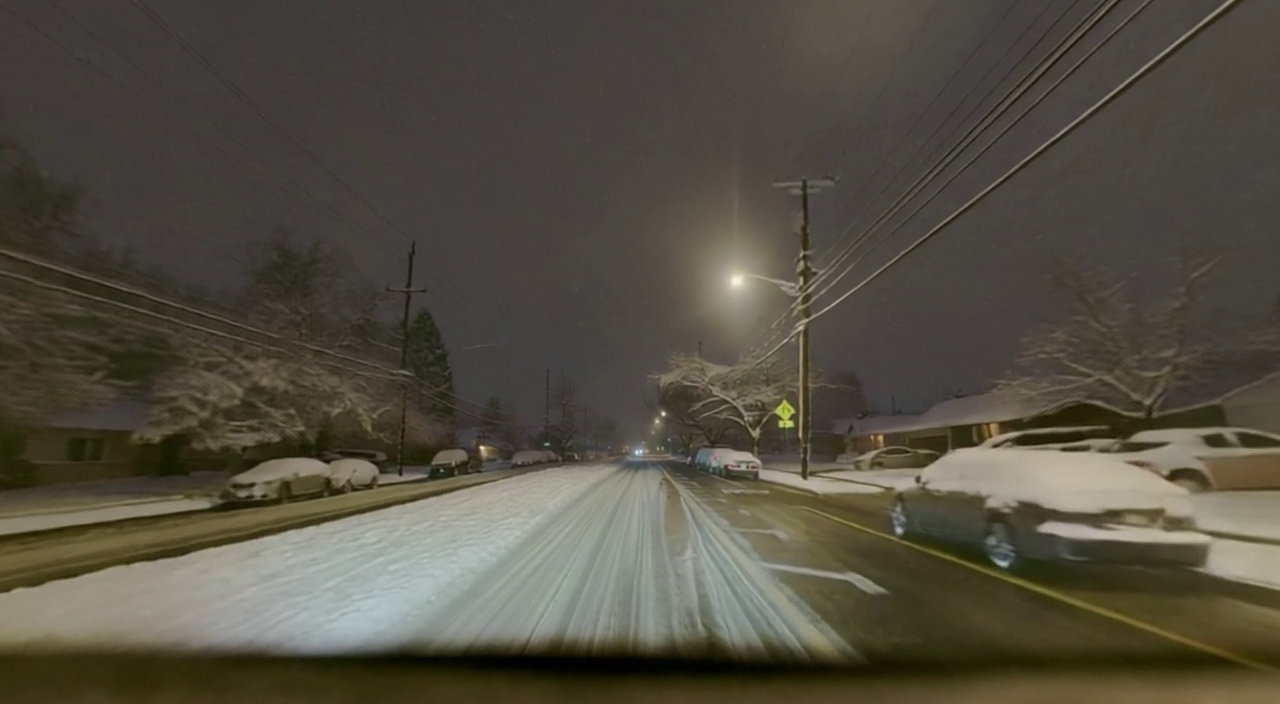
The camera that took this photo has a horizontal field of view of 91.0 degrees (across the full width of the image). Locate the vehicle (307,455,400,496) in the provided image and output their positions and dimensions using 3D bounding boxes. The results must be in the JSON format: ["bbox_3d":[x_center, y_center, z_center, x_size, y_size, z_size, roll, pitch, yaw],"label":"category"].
[{"bbox_3d":[-12.214,5.275,27.192,1.877,1.474,4.419,-2,-9,1],"label":"vehicle"}]

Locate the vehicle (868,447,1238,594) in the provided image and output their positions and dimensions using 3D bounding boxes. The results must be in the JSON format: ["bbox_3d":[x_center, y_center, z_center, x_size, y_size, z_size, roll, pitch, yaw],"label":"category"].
[{"bbox_3d":[5.043,2.066,8.708,2.022,1.464,4.462,0,-9,-1],"label":"vehicle"}]

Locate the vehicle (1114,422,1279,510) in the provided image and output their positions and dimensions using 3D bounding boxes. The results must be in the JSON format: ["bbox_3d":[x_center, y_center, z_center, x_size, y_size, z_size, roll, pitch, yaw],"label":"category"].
[{"bbox_3d":[12.523,2.282,12.780,4.110,1.622,1.985,0,-9,0],"label":"vehicle"}]

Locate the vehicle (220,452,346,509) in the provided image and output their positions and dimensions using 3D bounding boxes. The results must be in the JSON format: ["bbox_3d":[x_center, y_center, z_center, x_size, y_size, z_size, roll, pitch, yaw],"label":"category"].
[{"bbox_3d":[-12.357,4.432,22.173,1.999,1.650,4.381,-3,-9,-2],"label":"vehicle"}]

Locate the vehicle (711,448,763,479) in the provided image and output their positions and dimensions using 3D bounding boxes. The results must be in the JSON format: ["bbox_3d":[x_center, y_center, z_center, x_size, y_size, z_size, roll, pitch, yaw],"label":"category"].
[{"bbox_3d":[4.976,5.726,32.723,1.924,1.471,4.259,0,-9,-1],"label":"vehicle"}]

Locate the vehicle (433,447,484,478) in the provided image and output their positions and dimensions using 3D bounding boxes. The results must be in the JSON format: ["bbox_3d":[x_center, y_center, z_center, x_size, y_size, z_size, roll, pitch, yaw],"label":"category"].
[{"bbox_3d":[-12.194,7.458,42.668,2.116,1.875,4.675,-3,-9,0],"label":"vehicle"}]
